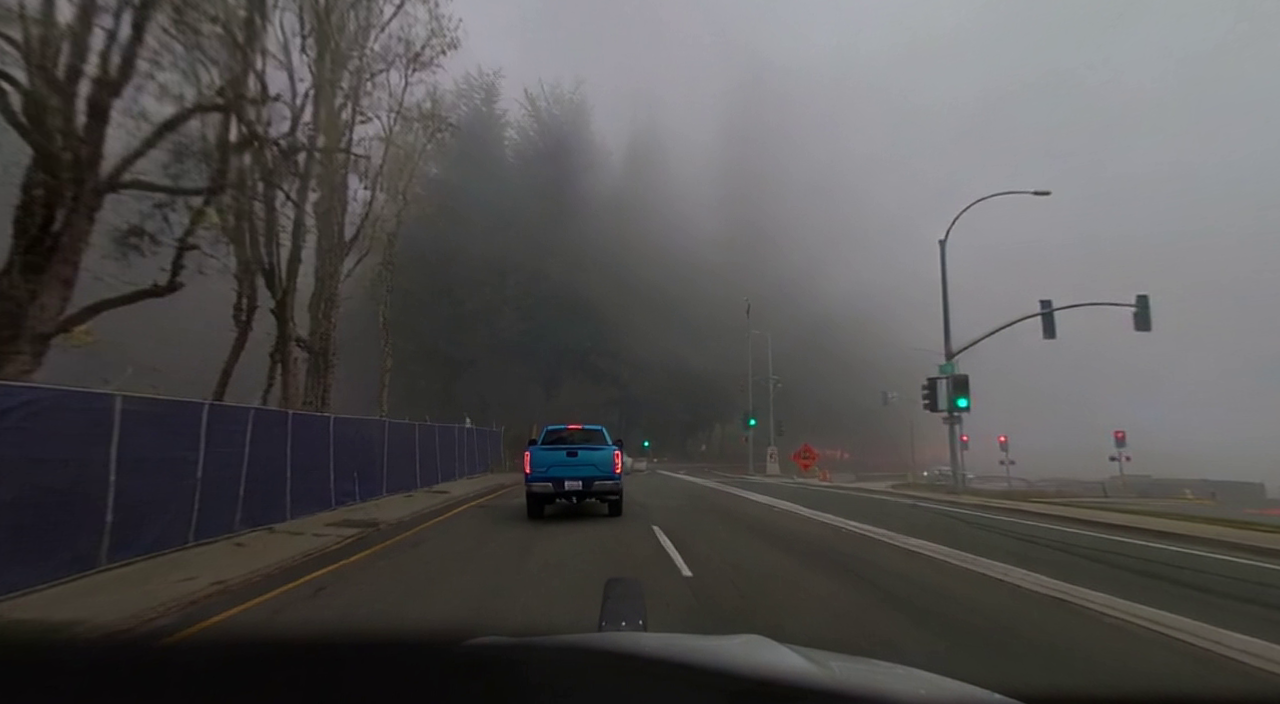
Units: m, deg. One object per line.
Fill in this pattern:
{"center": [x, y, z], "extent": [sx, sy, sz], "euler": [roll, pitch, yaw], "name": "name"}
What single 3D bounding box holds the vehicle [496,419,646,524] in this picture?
{"center": [-1.165, 2.347, 13.067], "extent": [2.436, 1.698, 5.322], "euler": [0, -8, -1], "name": "vehicle"}
